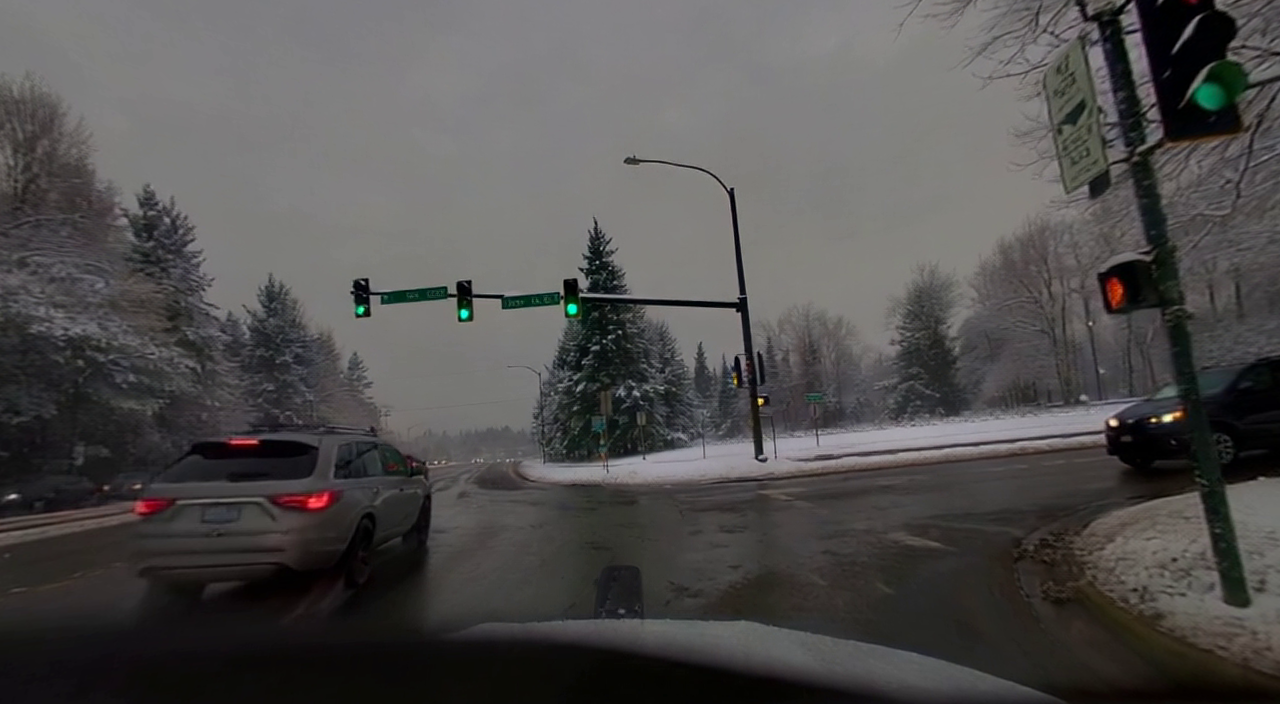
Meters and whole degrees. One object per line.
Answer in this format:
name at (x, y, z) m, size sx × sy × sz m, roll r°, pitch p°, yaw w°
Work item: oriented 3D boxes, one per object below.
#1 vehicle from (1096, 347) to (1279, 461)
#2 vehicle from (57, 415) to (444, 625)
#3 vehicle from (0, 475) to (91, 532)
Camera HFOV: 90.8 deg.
vehicle at (10.641, 1.037, 11.336) m, size 1.855 × 1.669 × 4.529 m, roll -3°, pitch -9°, yaw 6°
vehicle at (-3.935, 1.718, 7.588) m, size 2.134 × 1.707 × 4.471 m, roll 1°, pitch -8°, yaw -6°
vehicle at (-22.767, 5.584, 23.343) m, size 1.941 × 1.685 × 4.036 m, roll -3°, pitch -8°, yaw -11°
